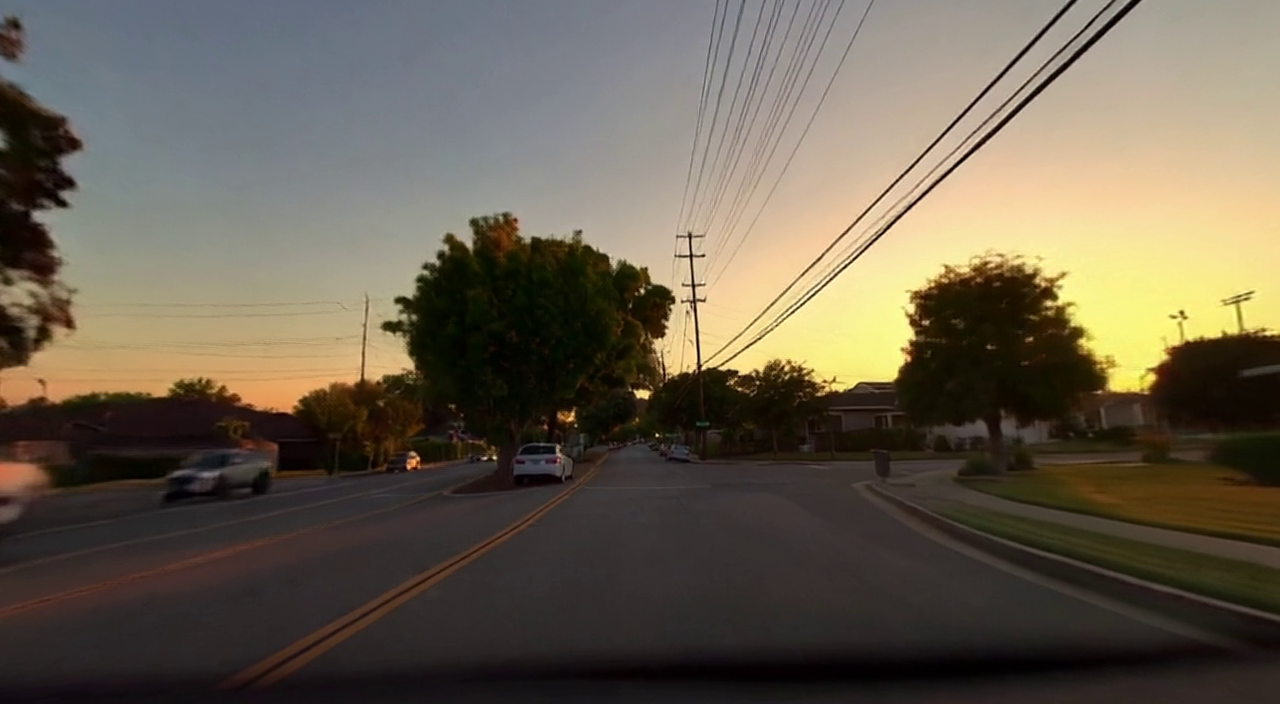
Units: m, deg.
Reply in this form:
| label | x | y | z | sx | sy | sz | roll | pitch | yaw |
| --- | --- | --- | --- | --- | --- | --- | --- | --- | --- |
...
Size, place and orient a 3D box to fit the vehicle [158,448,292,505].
| label | x | y | z | sx | sy | sz | roll | pitch | yaw |
| --- | --- | --- | --- | --- | --- | --- | --- | --- | --- |
| vehicle | -14.330 | 4.261 | 22.188 | 1.942 | 1.732 | 4.376 | 1 | -8 | -4 |

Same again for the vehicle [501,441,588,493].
| label | x | y | z | sx | sy | sz | roll | pitch | yaw |
| --- | --- | --- | --- | --- | --- | --- | --- | --- | --- |
| vehicle | -2.966 | 3.669 | 20.647 | 2.041 | 1.471 | 4.602 | 0 | -8 | 1 |
